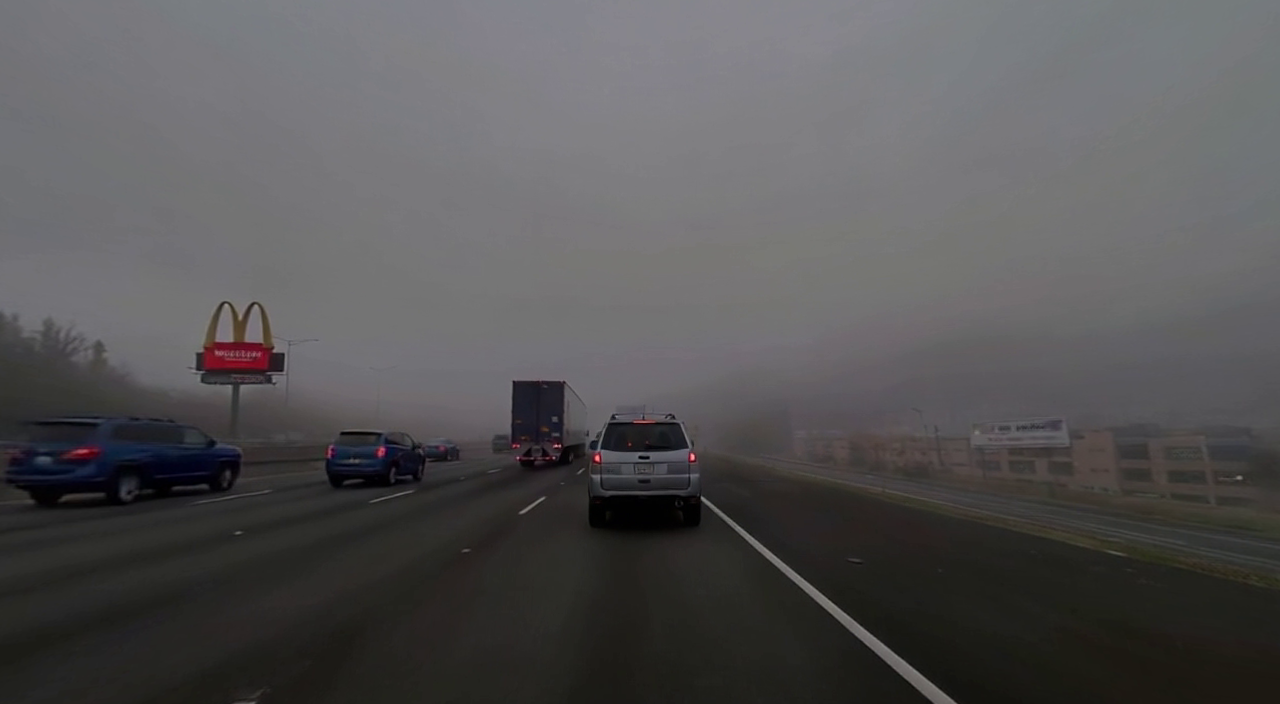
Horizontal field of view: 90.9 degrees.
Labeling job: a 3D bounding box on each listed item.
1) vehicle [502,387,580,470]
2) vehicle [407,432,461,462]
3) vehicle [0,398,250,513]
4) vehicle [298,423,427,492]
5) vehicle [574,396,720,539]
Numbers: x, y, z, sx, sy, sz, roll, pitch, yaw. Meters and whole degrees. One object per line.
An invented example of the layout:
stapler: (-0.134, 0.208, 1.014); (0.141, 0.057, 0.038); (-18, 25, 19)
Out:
vehicle: (-4.625, 3.899, 31.300); (2.814, 3.513, 8.529); (0, -9, -2)
vehicle: (-12.422, 5.770, 38.347); (1.915, 1.710, 4.670); (0, -9, -2)
vehicle: (-11.612, 2.244, 13.947); (2.240, 1.995, 5.854); (0, -9, 0)
vehicle: (-7.696, 2.975, 18.022); (1.854, 1.740, 4.151); (0, -9, -1)
vehicle: (0.054, 1.847, 10.531); (1.947, 1.910, 4.040); (0, -9, -1)
